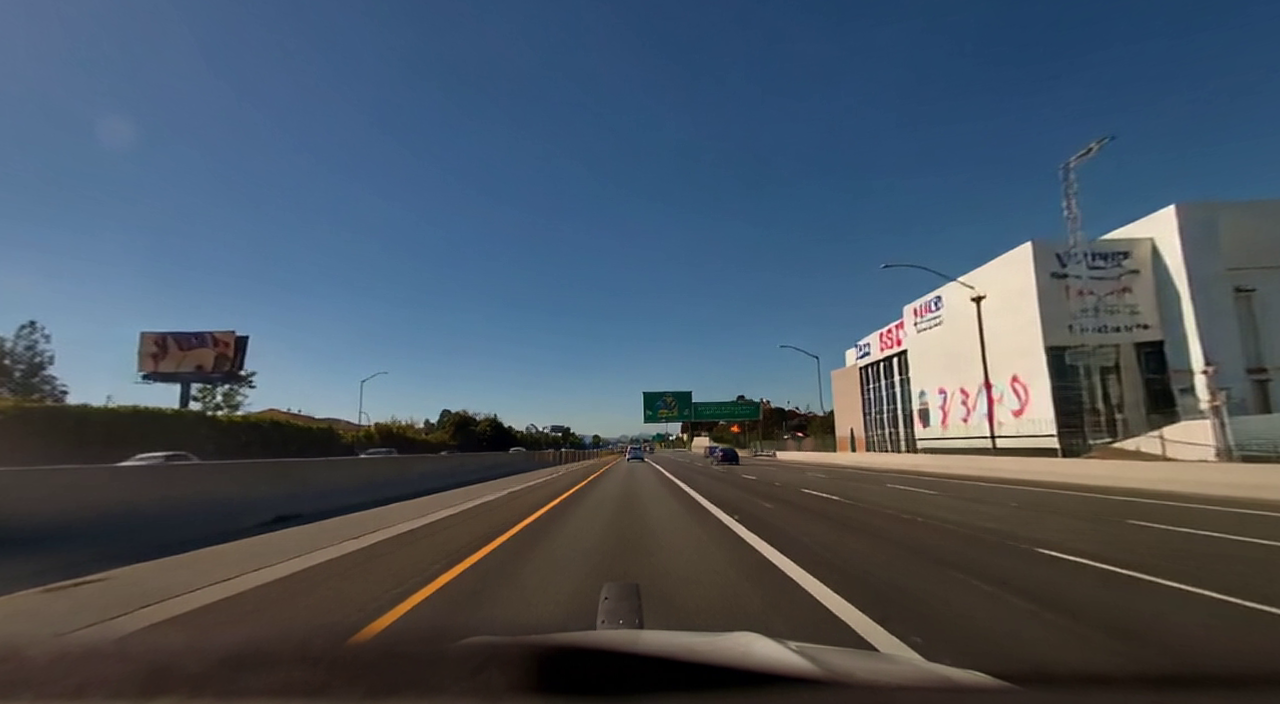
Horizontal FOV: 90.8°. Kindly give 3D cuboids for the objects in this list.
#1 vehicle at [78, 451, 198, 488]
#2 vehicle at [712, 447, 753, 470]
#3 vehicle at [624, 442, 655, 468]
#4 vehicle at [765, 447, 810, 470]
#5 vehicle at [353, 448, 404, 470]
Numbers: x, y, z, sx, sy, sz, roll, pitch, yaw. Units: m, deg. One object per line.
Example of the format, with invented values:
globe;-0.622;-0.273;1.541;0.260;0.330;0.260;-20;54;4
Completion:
vehicle;-22.603;5.273;28.710;1.828;1.461;4.468;0;-9;-2
vehicle;6.317;7.277;43.553;1.976;1.477;4.448;0;-9;-2
vehicle;-0.097;7.836;48.267;2.154;1.786;5.045;0;-9;-2
vehicle;10.180;7.367;44.015;1.953;1.473;4.512;0;-9;-2
vehicle;-19.118;7.815;46.387;1.886;1.478;4.535;0;-9;0
